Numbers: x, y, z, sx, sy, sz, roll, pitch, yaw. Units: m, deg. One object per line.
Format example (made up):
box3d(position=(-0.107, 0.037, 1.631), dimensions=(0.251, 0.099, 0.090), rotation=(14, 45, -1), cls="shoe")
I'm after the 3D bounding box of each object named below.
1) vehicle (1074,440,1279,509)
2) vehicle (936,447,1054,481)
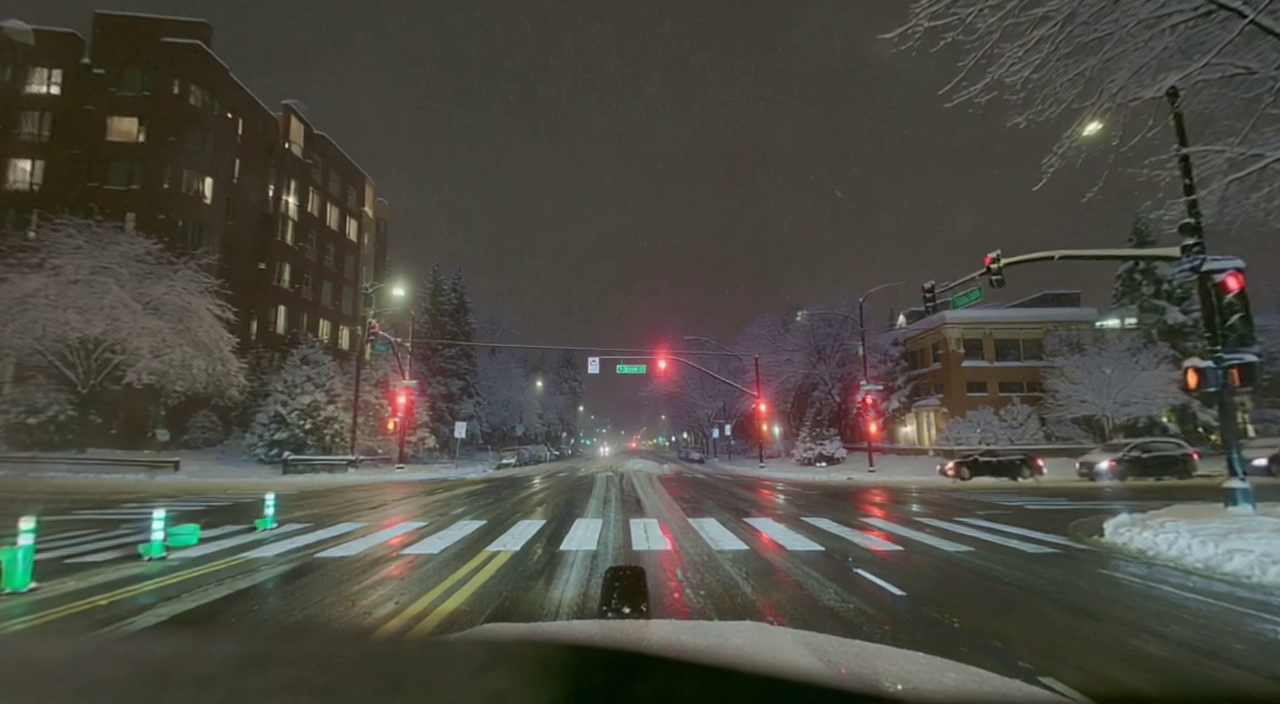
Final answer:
box3d(position=(12.982, 2.786, 14.571), dimensions=(4.424, 1.436, 1.804), rotation=(0, -8, 5), cls="vehicle")
box3d(position=(16.785, 5.323, 29.975), dimensions=(4.368, 1.522, 1.972), rotation=(-1, -8, 3), cls="vehicle")
